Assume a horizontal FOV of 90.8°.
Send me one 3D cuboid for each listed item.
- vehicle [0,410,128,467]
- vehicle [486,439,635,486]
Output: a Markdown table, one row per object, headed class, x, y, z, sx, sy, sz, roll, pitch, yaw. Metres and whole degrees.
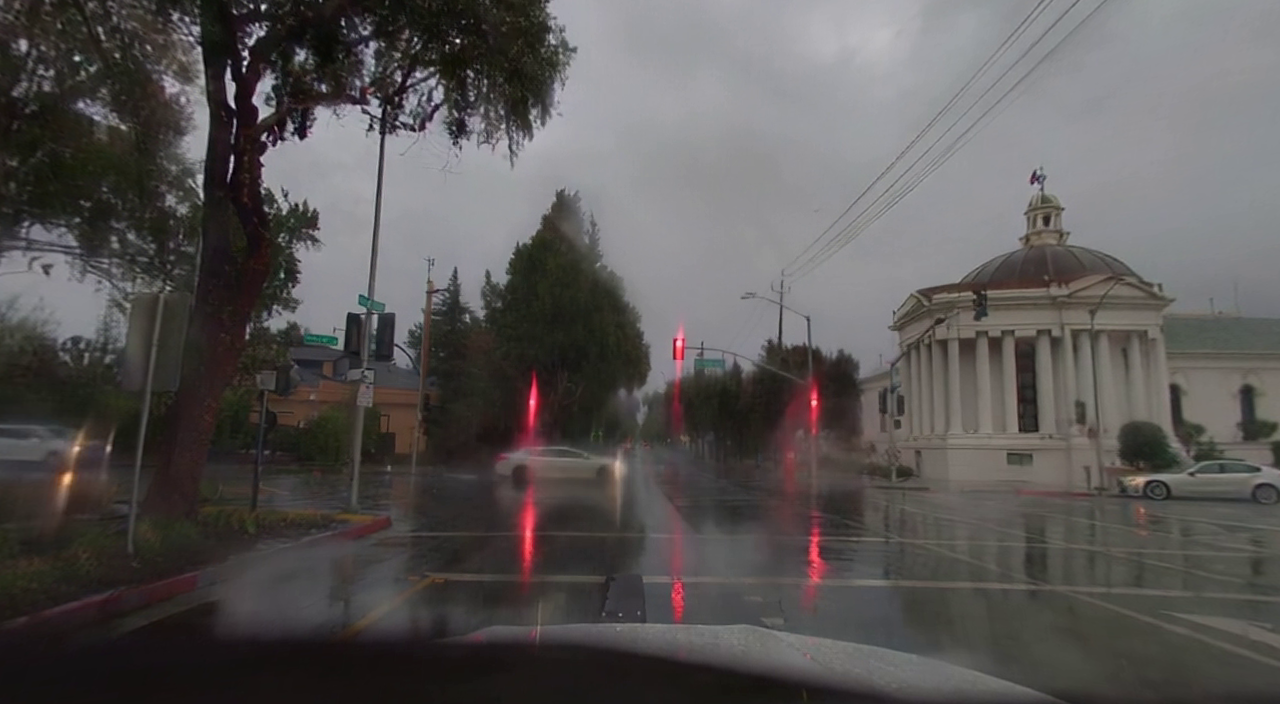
| class | x | y | z | sx | sy | sz | roll | pitch | yaw |
| --- | --- | --- | --- | --- | --- | --- | --- | --- | --- |
| vehicle | -21.191 | 3.071 | 22.323 | 4.372 | 1.892 | 2.002 | 0 | -9 | 0 |
| vehicle | -2.584 | 3.714 | 21.460 | 4.718 | 1.497 | 2.032 | 0 | -8 | 4 |
